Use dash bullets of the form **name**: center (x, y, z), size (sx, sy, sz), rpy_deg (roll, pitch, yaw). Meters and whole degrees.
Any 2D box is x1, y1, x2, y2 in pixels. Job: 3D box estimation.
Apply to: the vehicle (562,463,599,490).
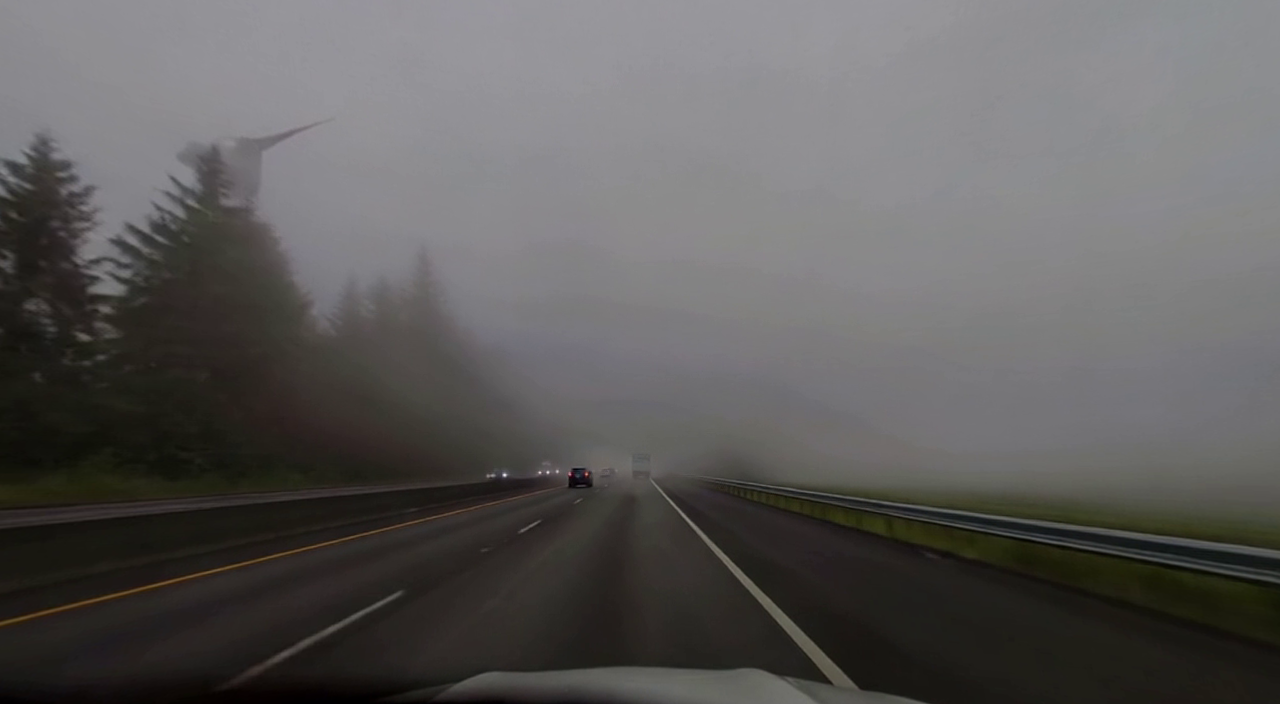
- **vehicle**: center (-4.033, 8.549, 43.471), size (2.124, 1.705, 4.440), rpy_deg (1, -11, 0)
